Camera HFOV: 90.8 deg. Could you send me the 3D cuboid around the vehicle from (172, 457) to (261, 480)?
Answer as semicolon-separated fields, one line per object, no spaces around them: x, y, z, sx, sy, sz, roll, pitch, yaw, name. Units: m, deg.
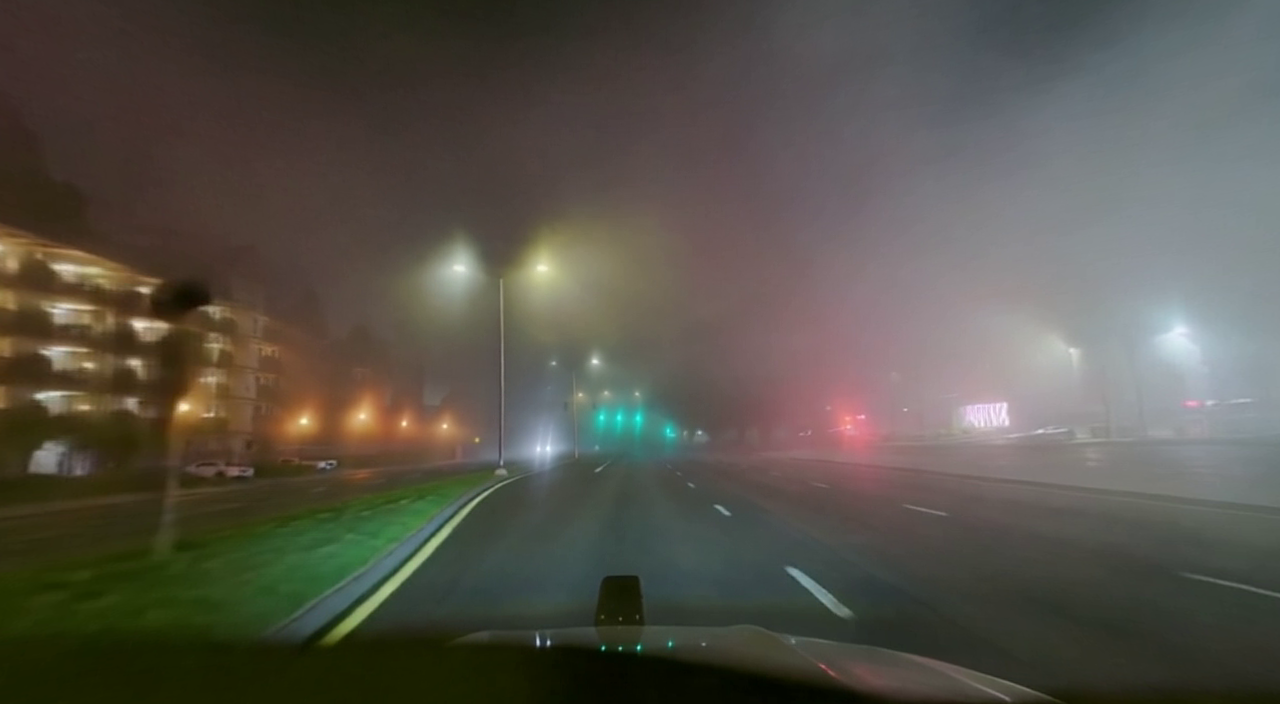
-30.139;8.322;45.057;4.851;1.519;2.112;0;-8;1;vehicle
